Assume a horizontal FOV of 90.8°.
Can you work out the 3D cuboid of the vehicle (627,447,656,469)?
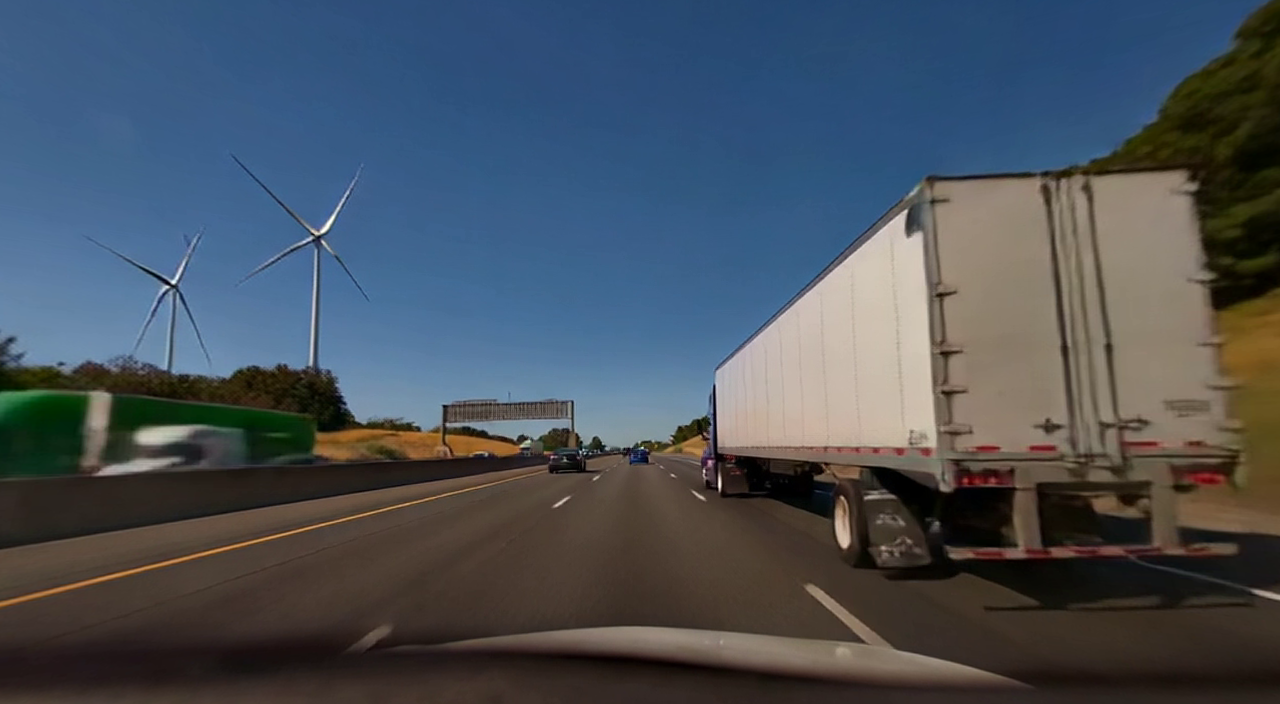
[{"bbox_3d":[0.078,7.442,44.278,1.931,1.453,3.695,0,-9,-1],"label":"vehicle"}]

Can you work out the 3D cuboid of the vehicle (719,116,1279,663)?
[{"bbox_3d":[3.849,1.161,11.307,2.947,3.989,13.568,0,-9,-1],"label":"vehicle"}]

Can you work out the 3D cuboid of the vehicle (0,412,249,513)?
[{"bbox_3d":[-15.684,3.332,19.558,2.615,2.529,6.897,0,-9,0],"label":"vehicle"}]

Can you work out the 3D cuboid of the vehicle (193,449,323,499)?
[{"bbox_3d":[-11.869,3.769,19.929,1.718,1.398,3.703,0,-9,1],"label":"vehicle"}]

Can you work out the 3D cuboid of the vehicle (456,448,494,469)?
[{"bbox_3d":[-12.021,7.765,46.162,1.780,1.383,3.624,0,-9,1],"label":"vehicle"}]

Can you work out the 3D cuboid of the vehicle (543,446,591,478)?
[{"bbox_3d":[-3.694,5.645,32.571,1.952,1.521,4.095,0,-9,1],"label":"vehicle"}]
